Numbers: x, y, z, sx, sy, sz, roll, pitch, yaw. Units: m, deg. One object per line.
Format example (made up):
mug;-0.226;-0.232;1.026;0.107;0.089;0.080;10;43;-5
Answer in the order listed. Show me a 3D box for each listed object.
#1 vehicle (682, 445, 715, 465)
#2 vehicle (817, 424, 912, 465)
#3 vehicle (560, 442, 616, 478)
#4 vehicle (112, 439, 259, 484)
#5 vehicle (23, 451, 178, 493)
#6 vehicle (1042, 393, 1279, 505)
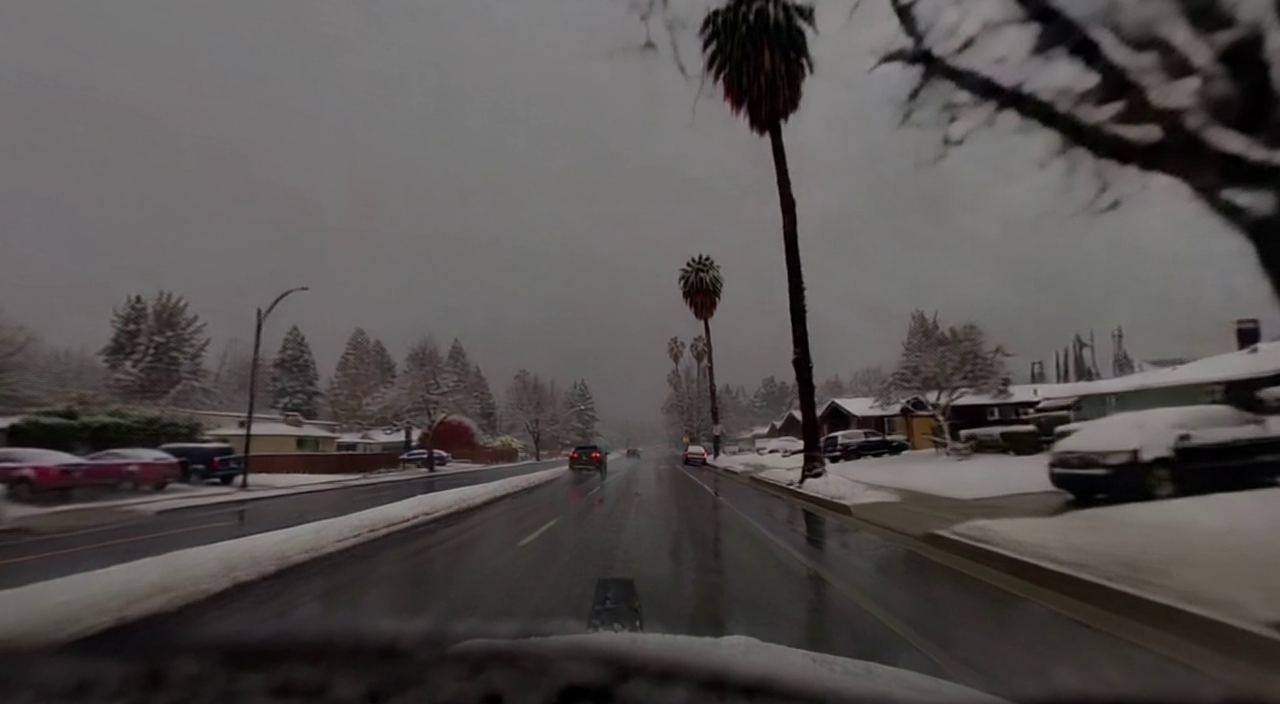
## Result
vehicle;4.574;8.132;49.955;2.025;1.456;4.865;1;-8;-2
vehicle;11.653;4.783;32.732;4.531;1.864;2.037;3;-10;-30
vehicle;-2.268;4.843;28.600;2.035;1.474;4.284;0;-8;2
vehicle;-20.825;5.035;29.163;4.942;1.932;2.247;1;-8;-3
vehicle;-21.065;4.683;24.788;4.373;1.491;2.060;-1;-8;6
vehicle;10.660;1.773;11.955;4.549;1.672;2.008;-5;-10;1
